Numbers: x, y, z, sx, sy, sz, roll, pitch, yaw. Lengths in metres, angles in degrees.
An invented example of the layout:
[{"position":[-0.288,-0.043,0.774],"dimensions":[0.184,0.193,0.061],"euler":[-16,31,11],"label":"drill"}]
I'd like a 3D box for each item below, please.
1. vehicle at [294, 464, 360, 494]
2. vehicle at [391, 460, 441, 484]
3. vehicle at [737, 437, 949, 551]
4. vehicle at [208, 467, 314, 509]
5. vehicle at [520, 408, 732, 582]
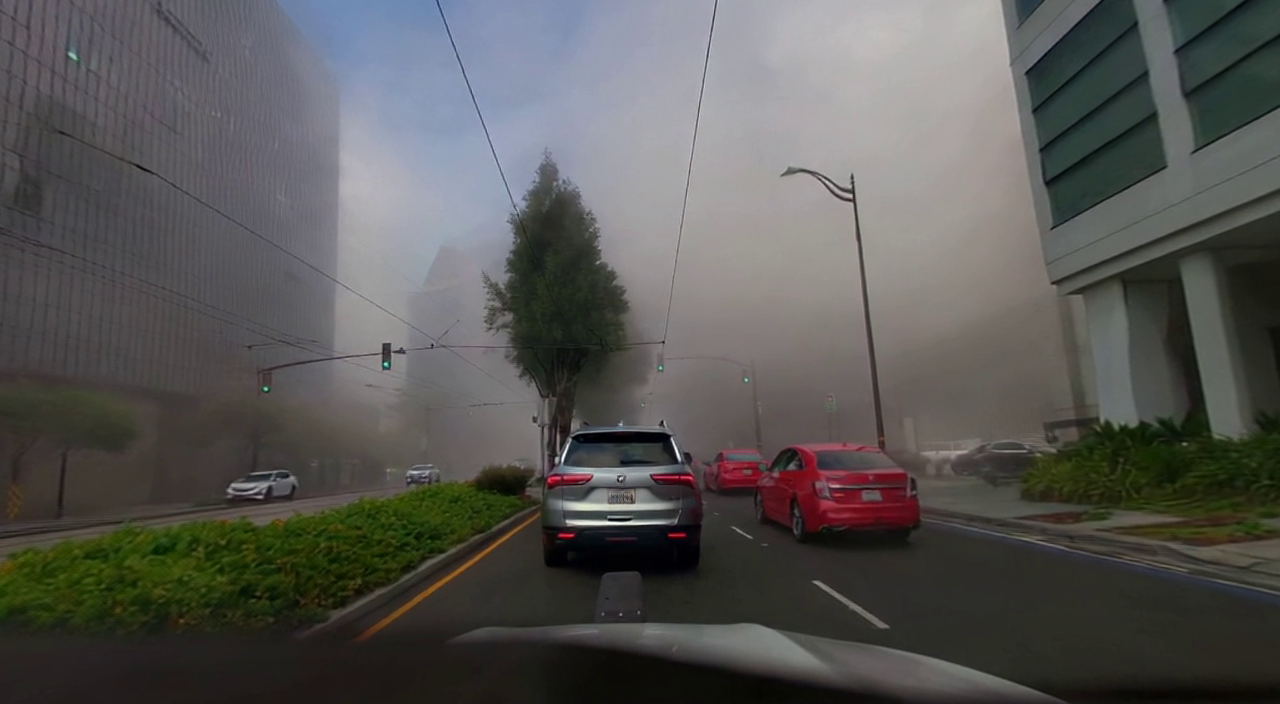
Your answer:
[{"position":[-19.858,8.054,40.341],"dimensions":[2.066,1.700,4.536],"euler":[0,-8,-3],"label":"vehicle"},{"position":[-15.772,8.453,44.746],"dimensions":[2.077,1.458,4.718],"euler":[0,-9,-3],"label":"vehicle"},{"position":[3.041,2.216,10.633],"dimensions":[1.993,1.480,4.324],"euler":[0,-8,-2],"label":"vehicle"},{"position":[-15.493,5.558,26.141],"dimensions":[1.798,1.409,4.239],"euler":[0,-8,-1],"label":"vehicle"},{"position":[-0.235,1.792,8.744],"dimensions":[2.178,1.779,4.255],"euler":[0,-8,-3],"label":"vehicle"}]
